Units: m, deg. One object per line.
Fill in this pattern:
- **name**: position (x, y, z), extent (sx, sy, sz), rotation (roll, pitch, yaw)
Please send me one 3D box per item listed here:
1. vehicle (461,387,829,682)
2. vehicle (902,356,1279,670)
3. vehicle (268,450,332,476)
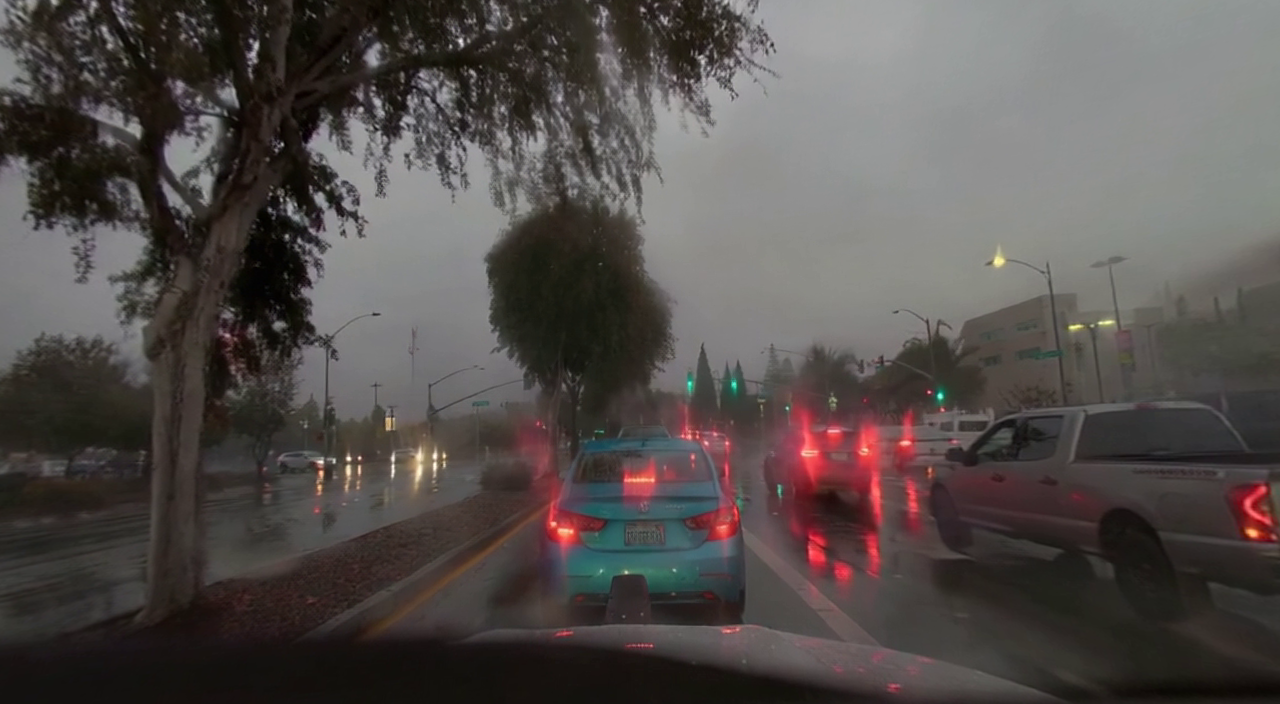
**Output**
- **vehicle**: position (-0.010, 1.339, 5.699), extent (2.116, 1.677, 3.948), rotation (0, -8, -1)
- **vehicle**: position (4.534, 1.248, 6.014), extent (2.019, 1.803, 4.634), rotation (0, -8, 0)
- **vehicle**: position (-24.081, 7.848, 44.876), extent (1.798, 1.706, 4.385), rotation (-1, -8, 6)
